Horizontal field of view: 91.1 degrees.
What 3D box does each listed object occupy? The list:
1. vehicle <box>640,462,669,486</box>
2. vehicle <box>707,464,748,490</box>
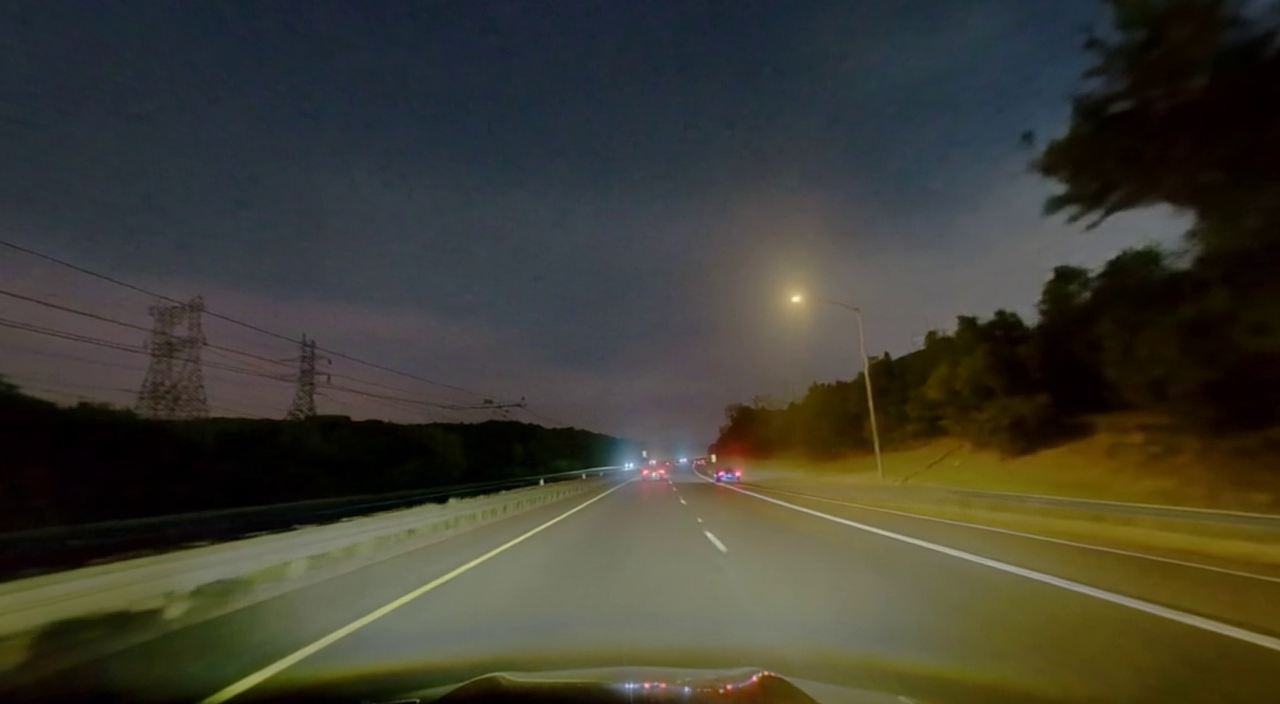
[{"bbox_3d":[1.065,9.068,46.824,2.038,1.596,4.246,1,-10,0],"label":"vehicle"},{"bbox_3d":[5.499,7.896,39.931,1.985,1.521,3.904,1,-10,-1],"label":"vehicle"}]
